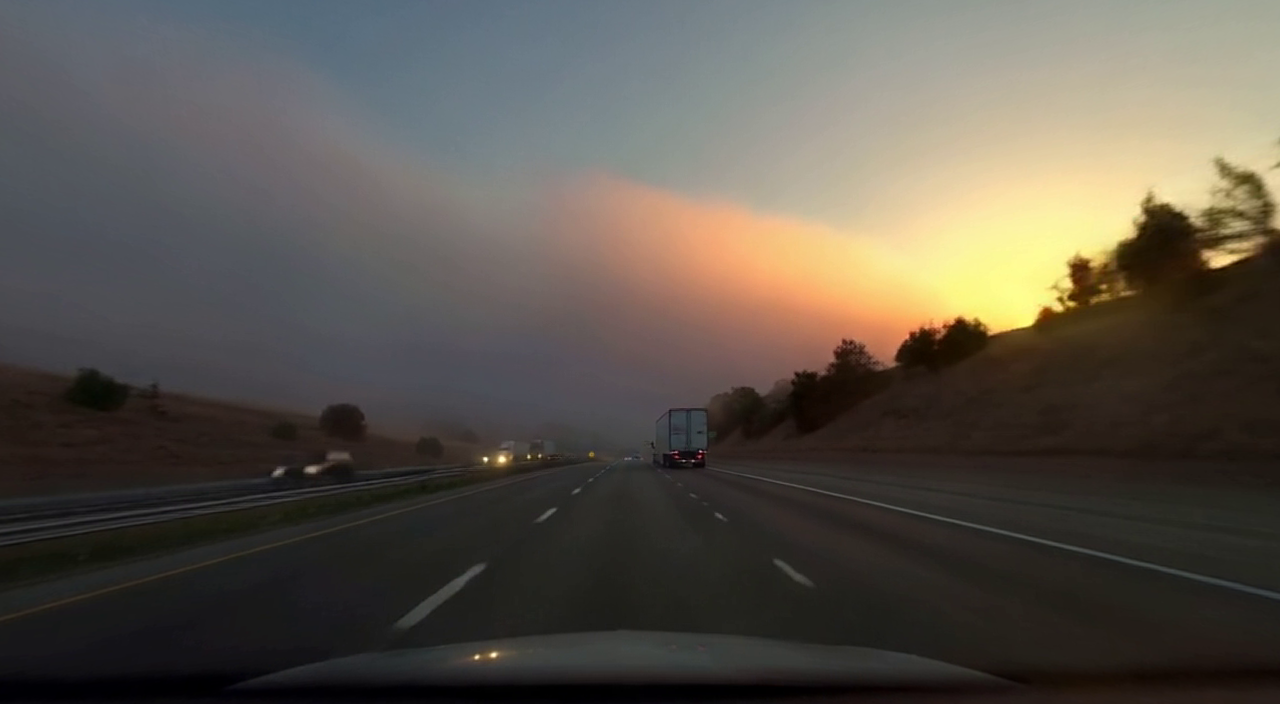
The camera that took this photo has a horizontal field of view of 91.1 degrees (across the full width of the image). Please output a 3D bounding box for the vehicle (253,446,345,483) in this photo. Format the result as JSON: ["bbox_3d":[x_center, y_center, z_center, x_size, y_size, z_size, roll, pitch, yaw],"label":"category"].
[{"bbox_3d":[-15.575,5.133,28.989,1.870,1.543,4.152,0,-9,0],"label":"vehicle"}]
